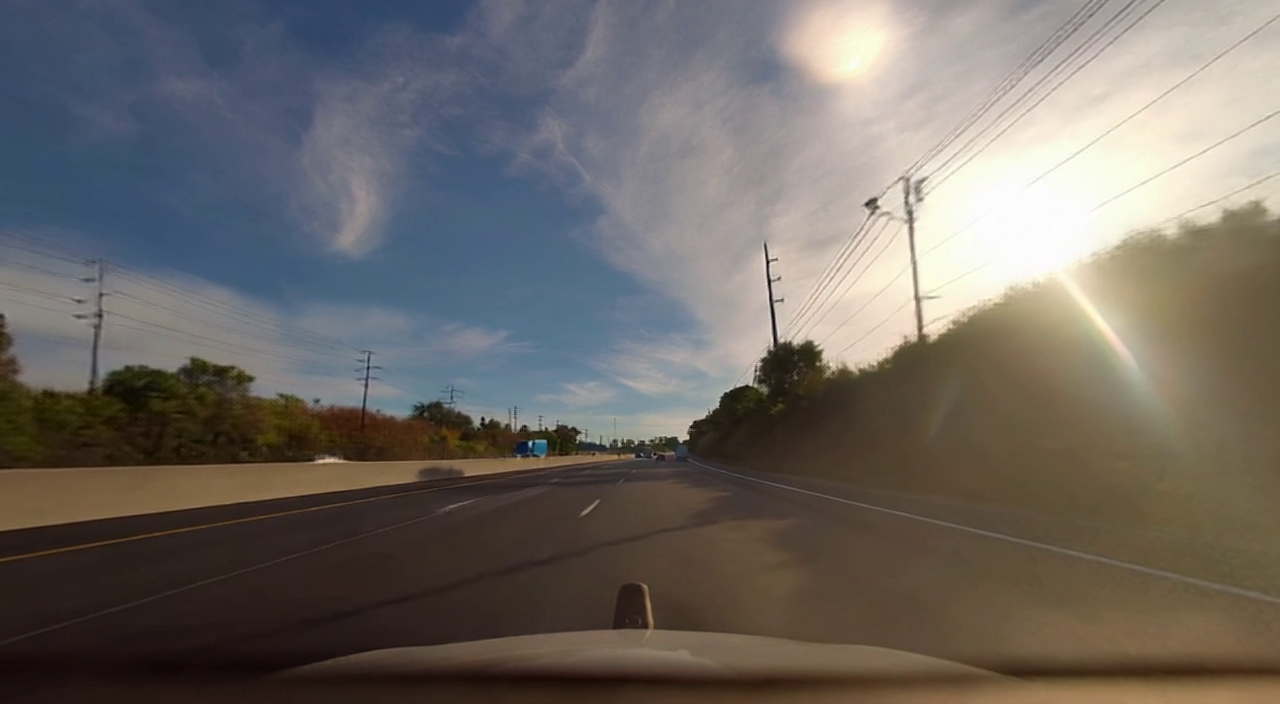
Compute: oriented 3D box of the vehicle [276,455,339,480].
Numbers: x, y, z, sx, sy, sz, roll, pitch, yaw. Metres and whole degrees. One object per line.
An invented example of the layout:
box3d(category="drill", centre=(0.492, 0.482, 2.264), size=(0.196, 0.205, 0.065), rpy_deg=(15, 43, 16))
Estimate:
box3d(category="vehicle", centre=(-21.887, 7.615, 41.657), size=(1.772, 1.483, 4.170), rpy_deg=(0, -9, 1))
